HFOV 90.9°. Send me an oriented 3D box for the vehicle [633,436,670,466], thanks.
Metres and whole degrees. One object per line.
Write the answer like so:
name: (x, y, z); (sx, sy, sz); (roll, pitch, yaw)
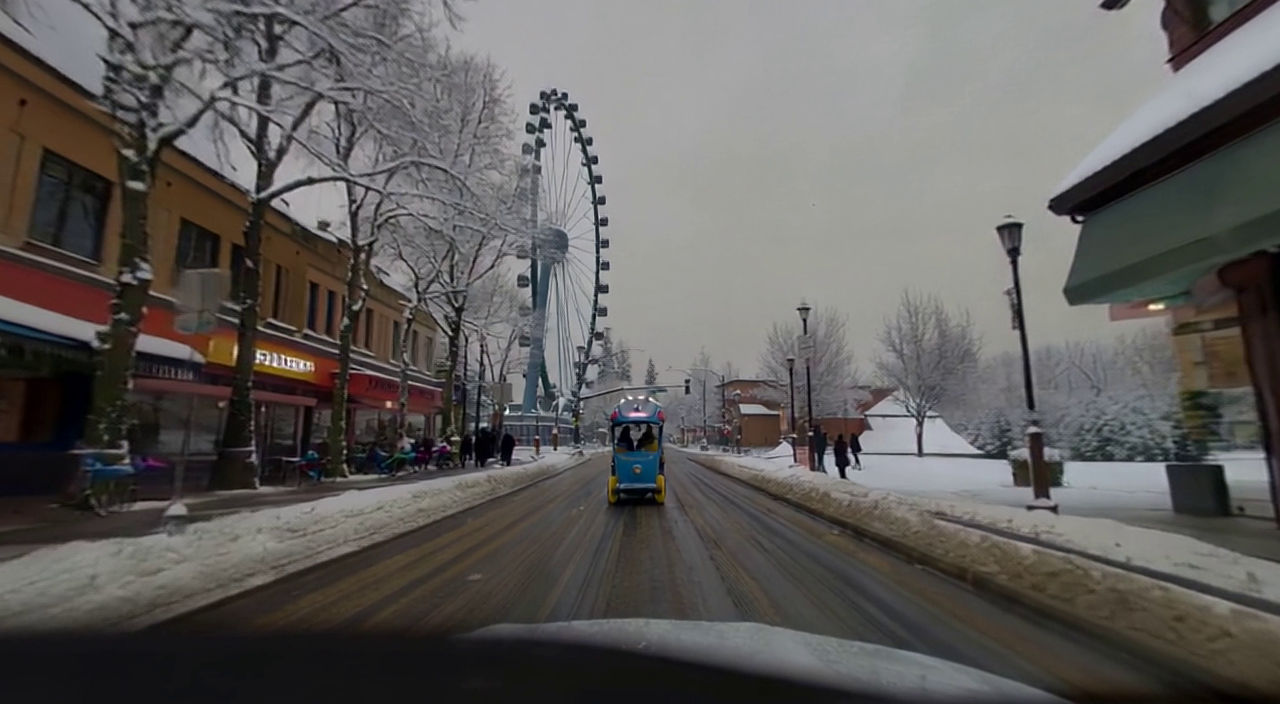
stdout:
vehicle: (0.746, 6.310, 40.362); (2.221, 1.773, 4.228); (-1, -9, 1)
